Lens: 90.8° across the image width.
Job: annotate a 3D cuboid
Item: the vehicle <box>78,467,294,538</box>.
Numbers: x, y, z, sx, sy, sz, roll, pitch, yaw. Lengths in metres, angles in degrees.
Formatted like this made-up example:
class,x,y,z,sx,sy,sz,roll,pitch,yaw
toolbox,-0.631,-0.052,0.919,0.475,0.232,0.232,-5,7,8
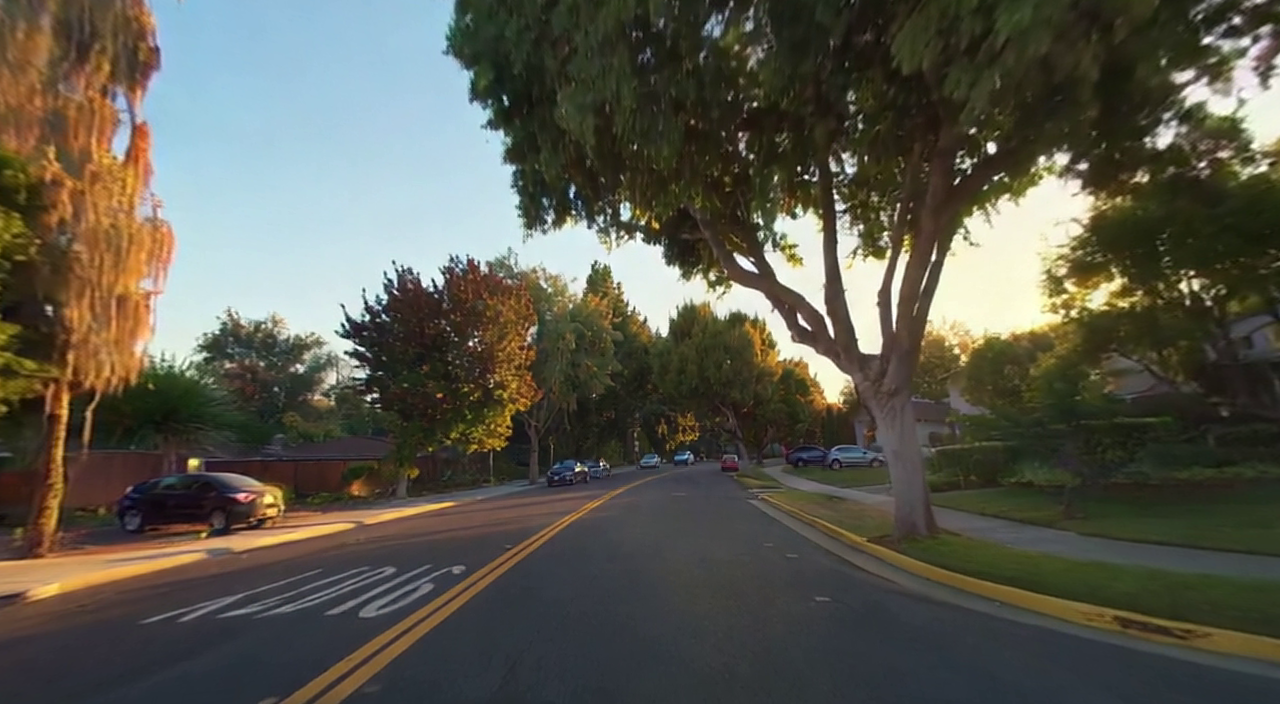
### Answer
class,x,y,z,sx,sy,sz,roll,pitch,yaw
vehicle,-10.585,3.473,14.855,3.947,1.442,1.858,-2,-9,12

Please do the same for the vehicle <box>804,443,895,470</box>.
class,x,y,z,sx,sy,sz,roll,pitch,yaw
vehicle,12.327,6.168,37.425,4.744,1.507,1.953,-1,-8,4

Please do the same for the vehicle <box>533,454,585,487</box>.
class,x,y,z,sx,sy,sz,roll,pitch,yaw
vehicle,-4.423,6.658,35.154,1.886,1.494,4.149,-2,-14,7

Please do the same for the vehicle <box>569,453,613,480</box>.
class,x,y,z,sx,sy,sz,roll,pitch,yaw
vehicle,-3.200,7.740,42.332,1.972,1.536,4.347,-2,-14,8
